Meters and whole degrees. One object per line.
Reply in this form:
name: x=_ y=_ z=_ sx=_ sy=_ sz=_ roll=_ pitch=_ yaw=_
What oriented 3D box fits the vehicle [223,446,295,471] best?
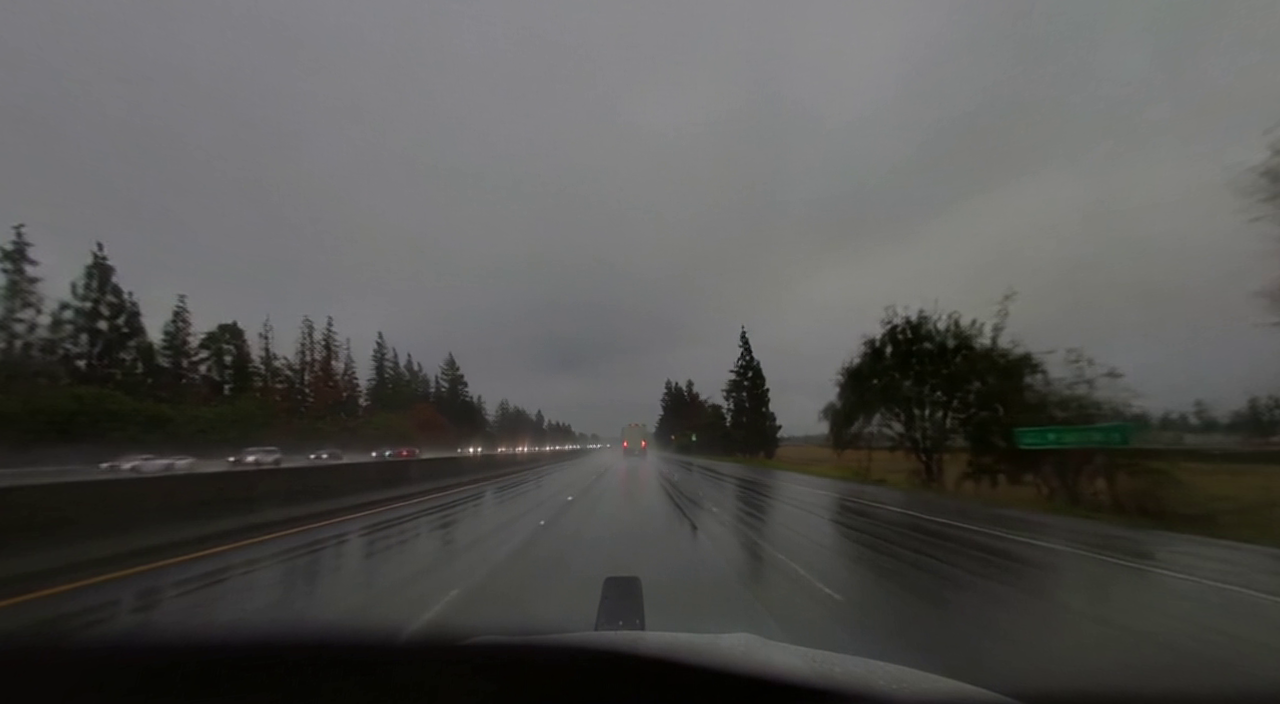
vehicle: x=-28.833 y=8.069 z=48.084 sx=2.089 sy=1.787 sz=5.411 roll=0 pitch=-9 yaw=0

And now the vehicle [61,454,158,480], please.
vehicle: x=-32.700 y=7.079 z=39.123 sx=1.825 sy=1.464 sz=4.853 roll=0 pitch=-9 yaw=-1
